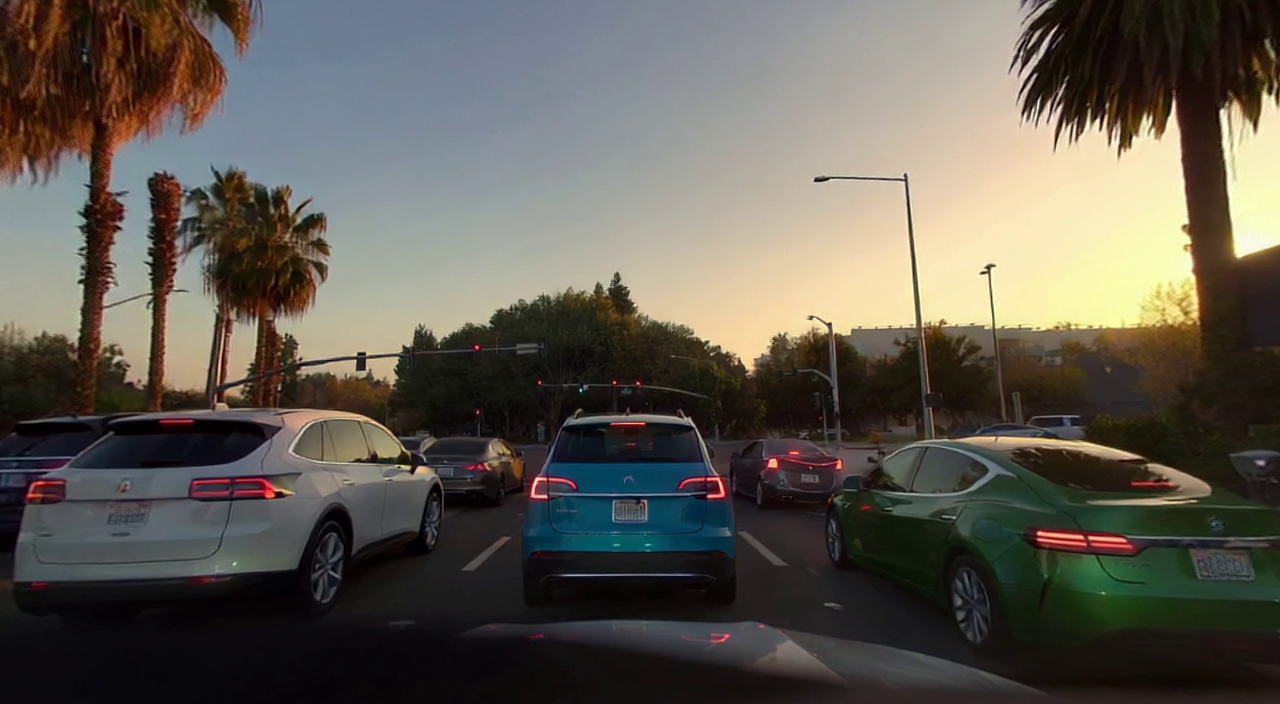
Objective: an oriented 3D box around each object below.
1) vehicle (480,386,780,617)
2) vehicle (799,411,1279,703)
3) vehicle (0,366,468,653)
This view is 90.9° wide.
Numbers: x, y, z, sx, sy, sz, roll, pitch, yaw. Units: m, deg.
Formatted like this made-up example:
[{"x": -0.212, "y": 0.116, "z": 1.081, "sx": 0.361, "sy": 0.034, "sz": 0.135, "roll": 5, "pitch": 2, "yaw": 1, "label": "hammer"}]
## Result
[{"x": -0.134, "y": 1.460, "z": 7.062, "sx": 2.280, "sy": 1.747, "sz": 4.361, "roll": 0, "pitch": -8, "yaw": -2, "label": "vehicle"}, {"x": 2.965, "y": 1.367, "z": 5.248, "sx": 2.017, "sy": 1.491, "sz": 4.611, "roll": 0, "pitch": -8, "yaw": -1, "label": "vehicle"}, {"x": -3.341, "y": 1.279, "z": 6.126, "sx": 2.014, "sy": 1.755, "sz": 4.360, "roll": 0, "pitch": -8, "yaw": 1, "label": "vehicle"}]
